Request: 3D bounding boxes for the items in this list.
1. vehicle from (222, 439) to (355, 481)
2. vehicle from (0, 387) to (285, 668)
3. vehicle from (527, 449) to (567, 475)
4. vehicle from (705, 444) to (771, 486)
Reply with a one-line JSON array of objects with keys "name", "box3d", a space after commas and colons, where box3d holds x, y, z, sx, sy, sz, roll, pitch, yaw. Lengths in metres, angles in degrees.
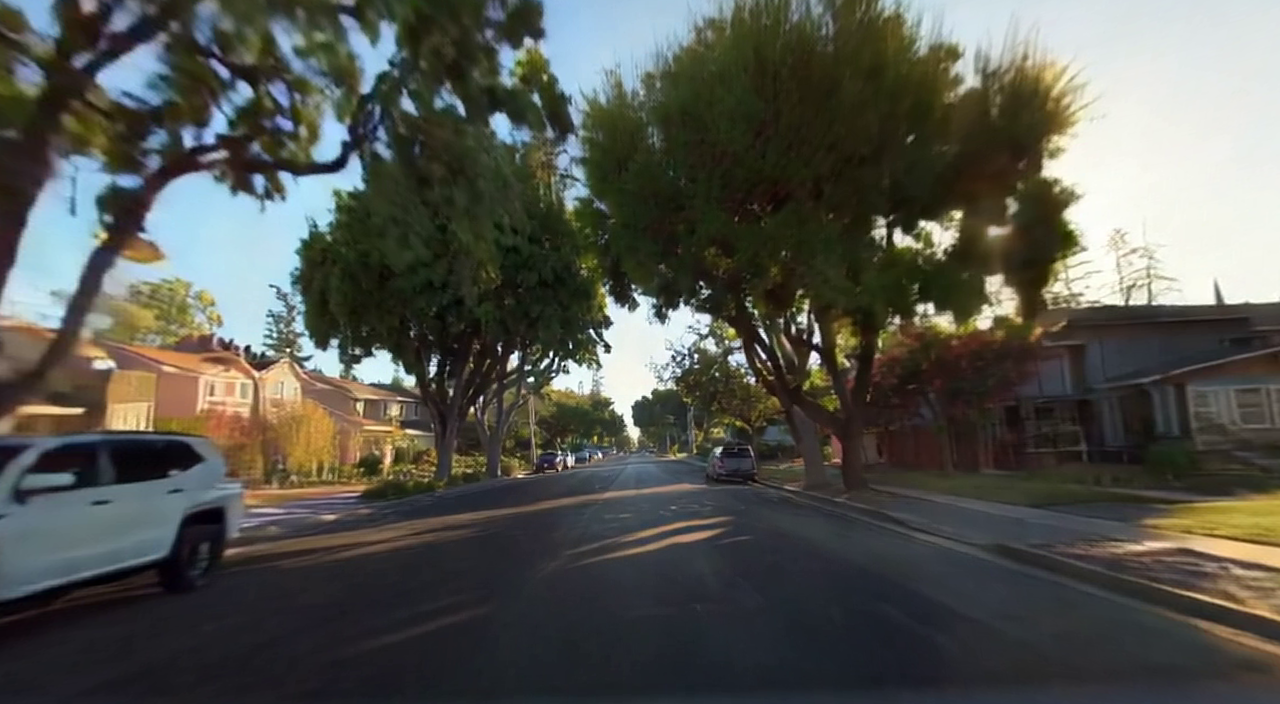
[{"name": "vehicle", "box3d": [-15.332, 4.725, 27.768, 4.530, 1.777, 2.107, 0, -9, -3]}, {"name": "vehicle", "box3d": [-5.711, 1.425, 5.637, 2.341, 1.942, 5.044, 0, -9, -3]}, {"name": "vehicle", "box3d": [-6.077, 7.234, 41.785, 1.944, 1.621, 4.187, -1, -9, 1]}, {"name": "vehicle", "box3d": [4.023, 4.715, 26.738, 1.996, 1.585, 4.371, 0, -9, -1]}]
